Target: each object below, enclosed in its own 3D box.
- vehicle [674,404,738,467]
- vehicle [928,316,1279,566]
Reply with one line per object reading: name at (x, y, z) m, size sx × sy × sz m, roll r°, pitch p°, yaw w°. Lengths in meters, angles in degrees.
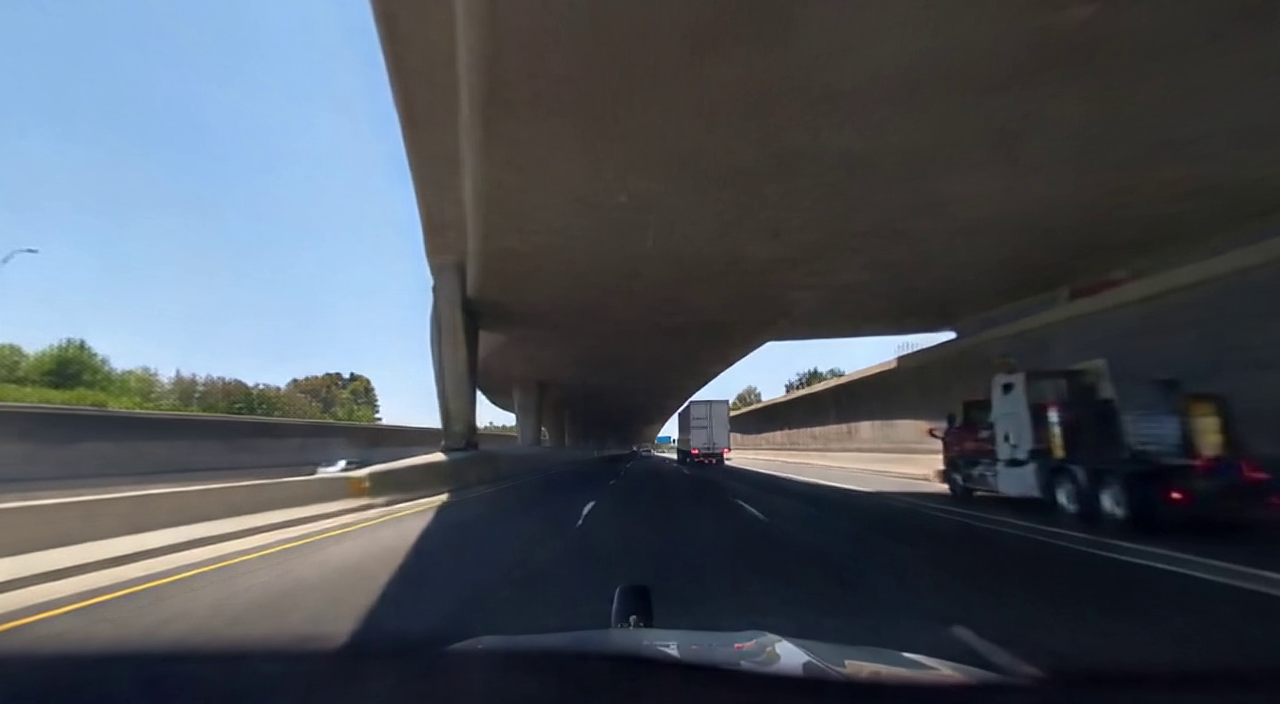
vehicle at (4.812, 6.695, 49.885) m, size 3.187 × 4.197 × 15.004 m, roll 0°, pitch -8°, yaw -1°
vehicle at (7.817, 1.469, 10.575) m, size 2.474 × 2.730 × 7.349 m, roll 0°, pitch -8°, yaw 0°
